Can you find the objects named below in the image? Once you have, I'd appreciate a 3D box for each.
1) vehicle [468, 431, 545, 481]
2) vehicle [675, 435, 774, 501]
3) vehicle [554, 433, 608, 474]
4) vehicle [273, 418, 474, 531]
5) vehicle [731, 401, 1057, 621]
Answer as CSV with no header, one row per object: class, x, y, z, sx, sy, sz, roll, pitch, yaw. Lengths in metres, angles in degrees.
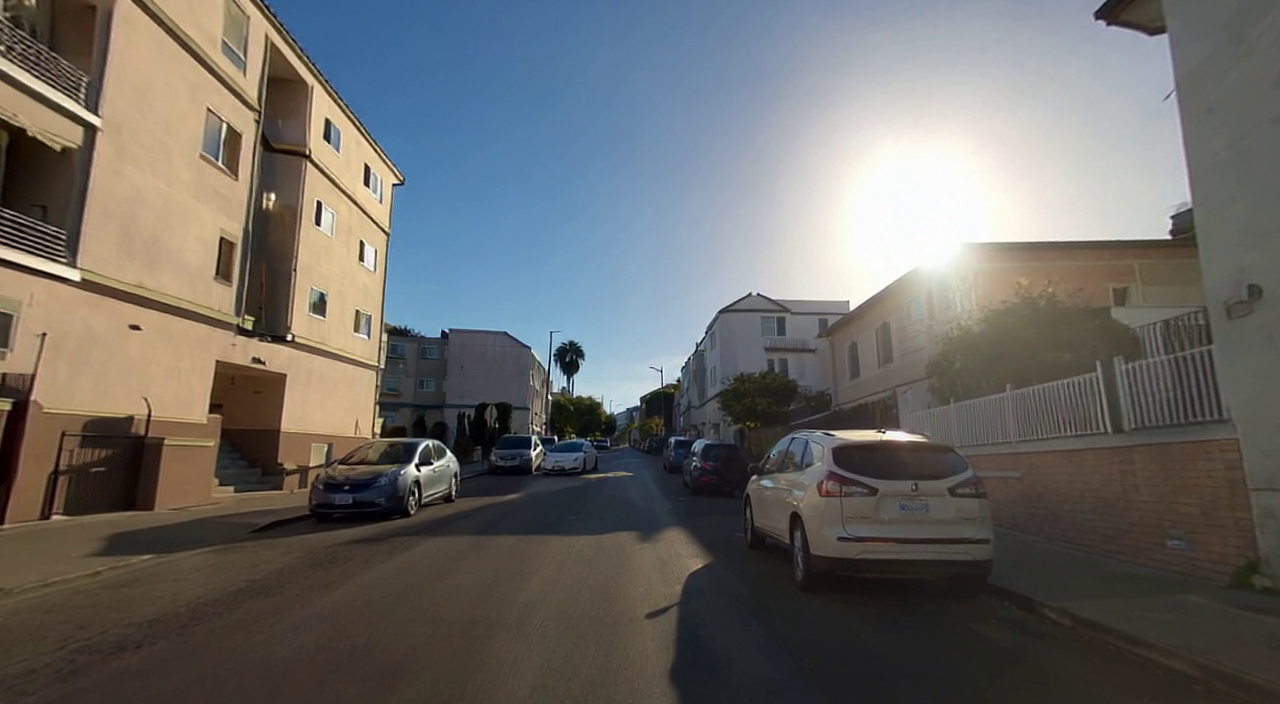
vehicle,-4.826,3.813,23.294,1.942,1.521,3.761,5,-9,0
vehicle,2.003,2.871,16.152,1.786,1.447,4.314,0,-8,-2
vehicle,-2.289,4.032,25.286,1.845,1.544,3.388,0,-8,0
vehicle,-4.549,2.183,11.620,1.883,1.499,4.426,6,-10,-3
vehicle,2.256,1.495,6.896,1.839,1.678,3.918,0,-8,-1
